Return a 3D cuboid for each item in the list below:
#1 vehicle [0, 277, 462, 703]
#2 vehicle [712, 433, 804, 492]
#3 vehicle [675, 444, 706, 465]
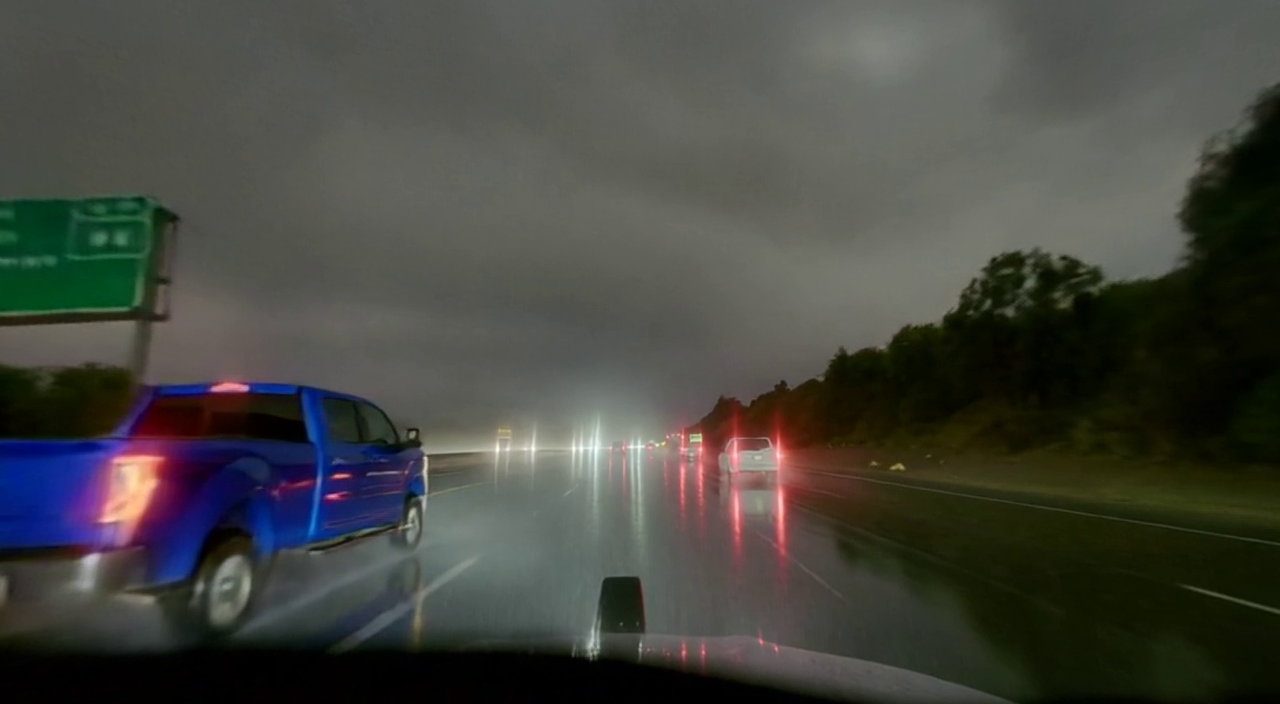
[{"bbox_3d":[-3.897,1.174,6.192,2.496,2.203,6.317,0,-9,-1],"label":"vehicle"},{"bbox_3d":[3.591,3.458,20.034,2.095,1.668,4.135,0,-9,0],"label":"vehicle"},{"bbox_3d":[3.883,7.971,49.118,2.047,1.501,4.237,0,-9,0],"label":"vehicle"}]
